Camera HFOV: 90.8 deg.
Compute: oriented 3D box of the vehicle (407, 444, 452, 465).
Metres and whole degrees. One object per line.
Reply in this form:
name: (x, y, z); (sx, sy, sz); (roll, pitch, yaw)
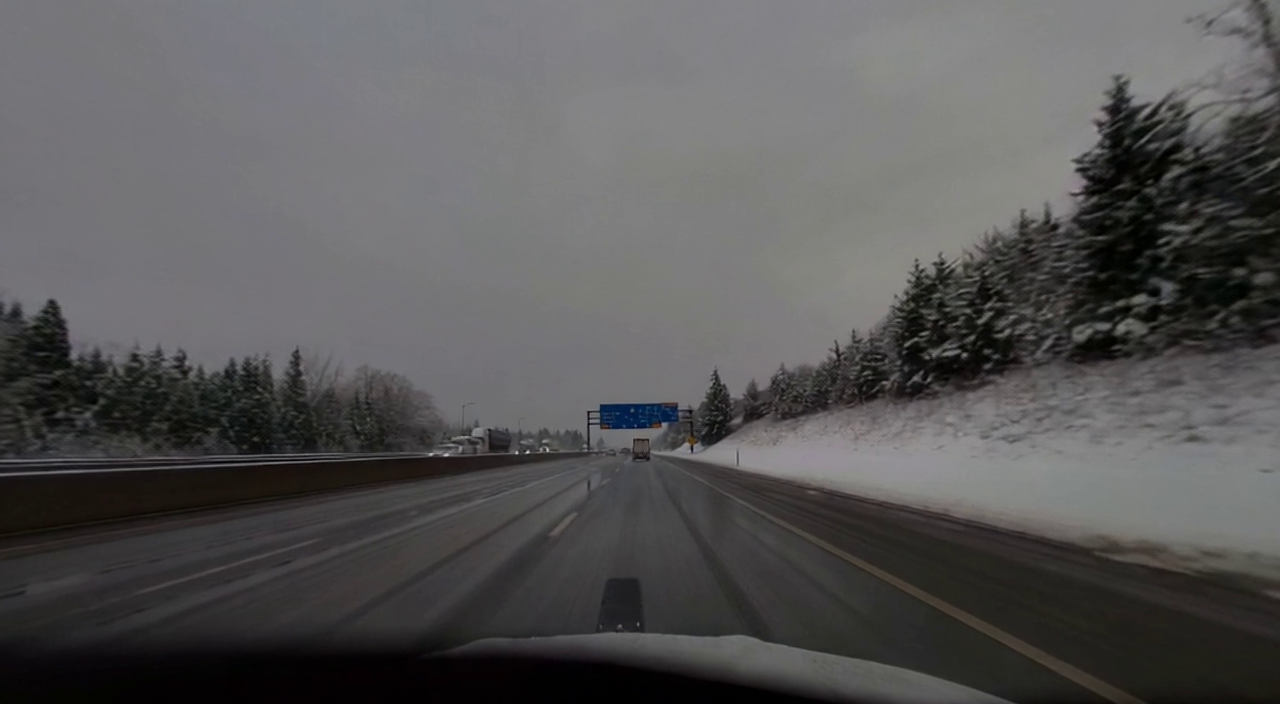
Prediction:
vehicle: (-16.039, 7.838, 48.239); (1.918, 1.483, 4.211); (0, -9, 1)
